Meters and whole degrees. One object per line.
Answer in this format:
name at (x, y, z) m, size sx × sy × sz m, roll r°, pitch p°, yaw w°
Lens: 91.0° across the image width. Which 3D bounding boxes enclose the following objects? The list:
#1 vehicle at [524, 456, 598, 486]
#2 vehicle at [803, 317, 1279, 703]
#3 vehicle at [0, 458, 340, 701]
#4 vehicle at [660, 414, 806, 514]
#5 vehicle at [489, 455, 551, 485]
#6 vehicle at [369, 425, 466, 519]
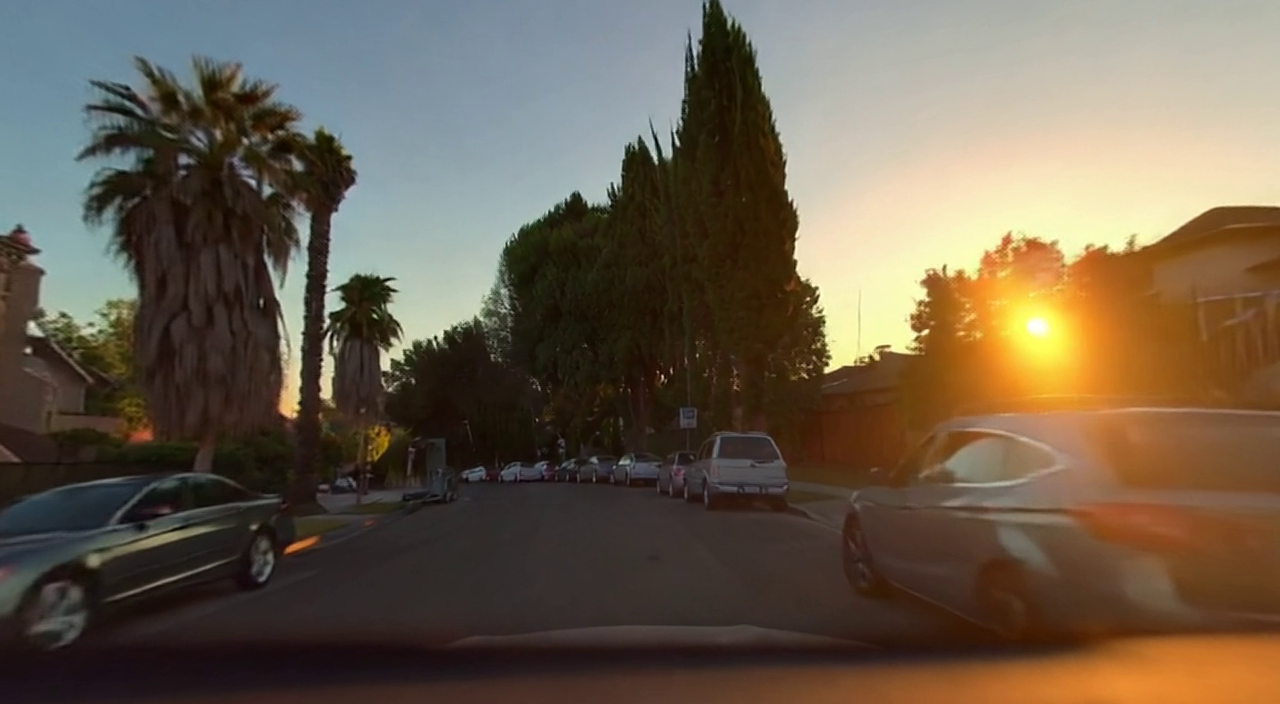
vehicle at (-4.513, 6.594, 35.252) m, size 2.108 × 1.503 × 4.977 m, roll 6°, pitch -11°, yaw -32°
vehicle at (2.614, 1.080, 4.016) m, size 2.076 × 1.658 × 4.604 m, roll -1°, pitch -9°, yaw 3°
vehicle at (-4.947, 1.768, 5.970) m, size 1.908 × 1.482 × 4.612 m, roll 0°, pitch -9°, yaw 0°
vehicle at (1.998, 2.686, 15.365) m, size 2.139 × 1.997 × 4.864 m, roll 1°, pitch -9°, yaw -8°
vehicle at (-7.631, 7.398, 39.696) m, size 1.918 × 1.753 × 4.655 m, roll 7°, pitch -12°, yaw -36°
vehicle at (-7.060, 3.866, 20.598) m, size 2.337 × 2.289 × 6.092 m, roll -6°, pitch -9°, yaw -16°
